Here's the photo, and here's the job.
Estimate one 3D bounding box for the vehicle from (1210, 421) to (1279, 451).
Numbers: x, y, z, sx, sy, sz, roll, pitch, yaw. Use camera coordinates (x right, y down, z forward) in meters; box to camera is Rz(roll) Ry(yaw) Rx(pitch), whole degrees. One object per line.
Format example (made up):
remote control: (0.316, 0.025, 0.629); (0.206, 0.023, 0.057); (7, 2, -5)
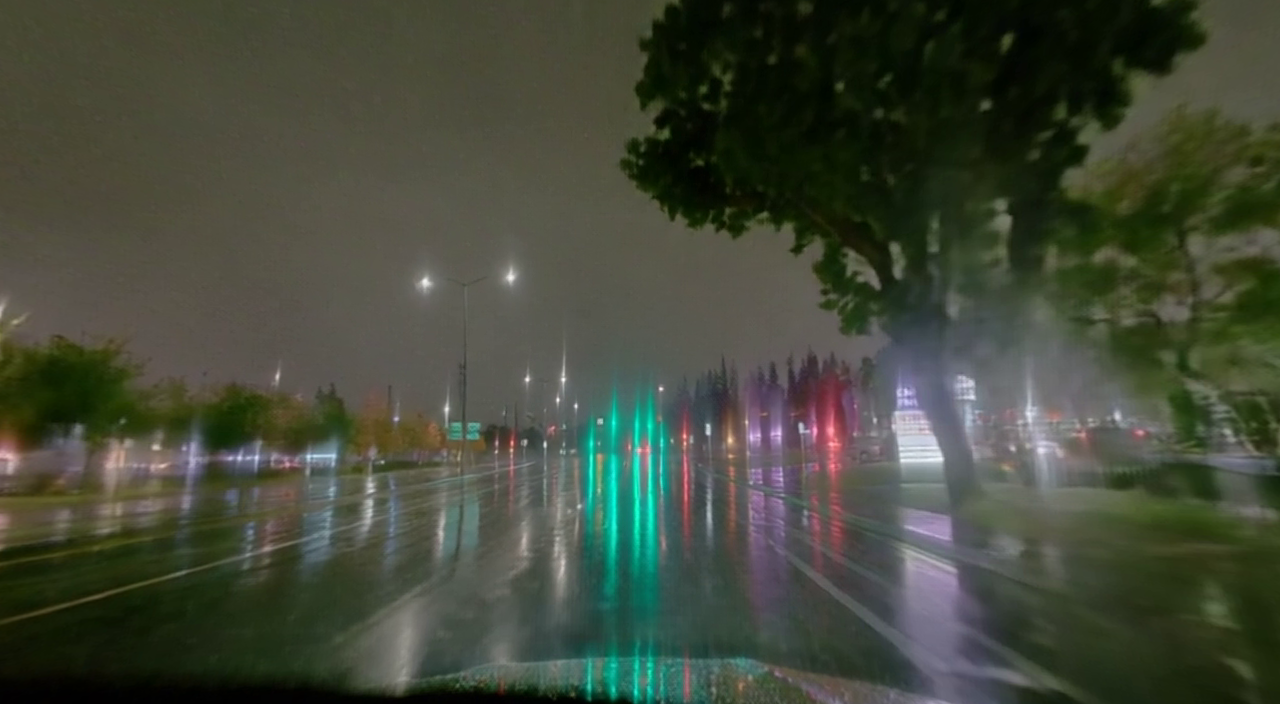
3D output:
vehicle: (33.196, 4.490, 33.761); (1.780, 1.456, 4.390); (-6, -10, 8)

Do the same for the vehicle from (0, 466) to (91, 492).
vehicle: (-36.982, 7.856, 39.187); (4.104, 1.470, 1.828); (0, -8, 1)

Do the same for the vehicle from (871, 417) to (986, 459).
vehicle: (13.801, 4.159, 30.386); (4.514, 1.929, 1.991); (0, -8, -4)
